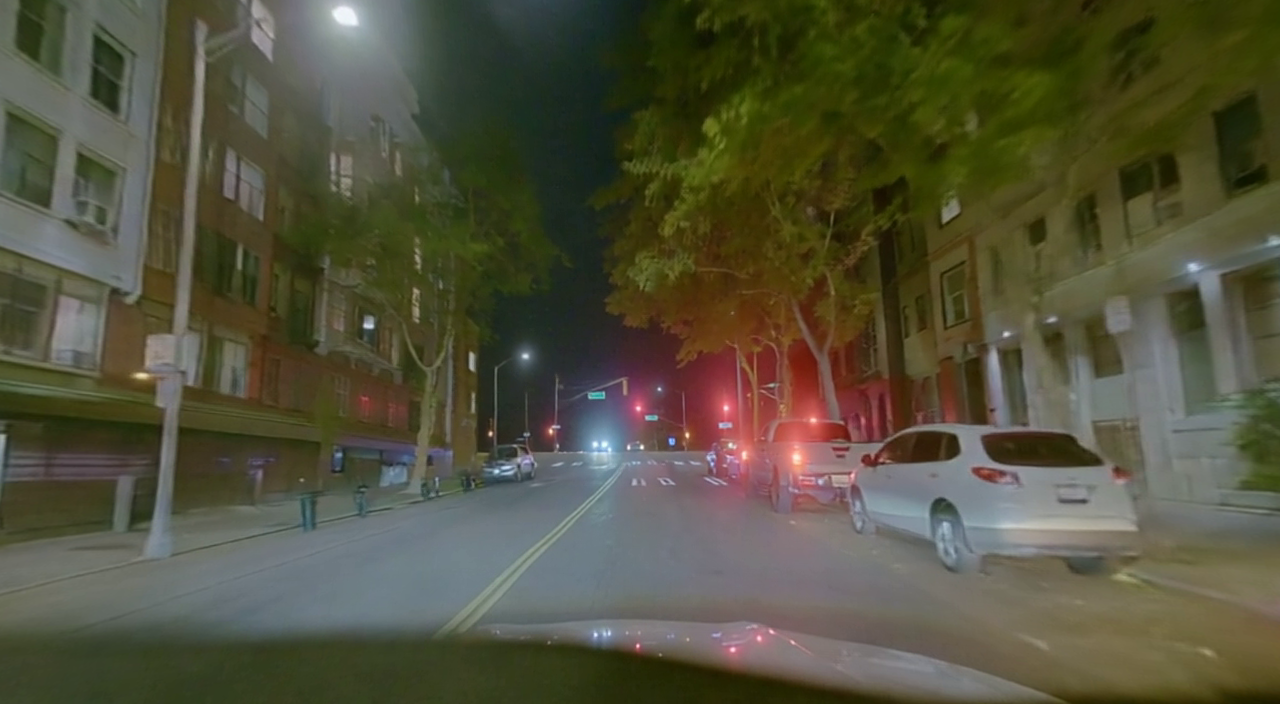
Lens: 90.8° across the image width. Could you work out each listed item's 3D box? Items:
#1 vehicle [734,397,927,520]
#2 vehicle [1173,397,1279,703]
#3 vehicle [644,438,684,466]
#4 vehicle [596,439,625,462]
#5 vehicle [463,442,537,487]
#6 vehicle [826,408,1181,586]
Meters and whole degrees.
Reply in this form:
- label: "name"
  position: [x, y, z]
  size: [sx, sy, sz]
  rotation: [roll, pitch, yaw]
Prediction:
- label: "vehicle"
  position: [3.615, 2.213, 13.518]
  size: [2.356, 2.043, 5.791]
  rotation: [0, -8, 0]
- label: "vehicle"
  position: [3.747, 0.646, 0.718]
  size: [2.066, 1.494, 4.843]
  rotation: [0, -8, 0]
- label: "vehicle"
  position: [1.537, 6.174, 39.188]
  size: [2.111, 1.619, 4.077]
  rotation: [-1, -9, 8]
- label: "vehicle"
  position: [-2.287, 7.744, 49.971]
  size: [1.979, 1.723, 3.849]
  rotation: [-1, -8, 2]
- label: "vehicle"
  position: [-5.931, 4.830, 27.407]
  size: [2.013, 1.772, 4.439]
  rotation: [-1, -9, 2]
- label: "vehicle"
  position: [3.941, 1.631, 7.899]
  size: [1.871, 1.603, 4.161]
  rotation: [0, -9, -1]
